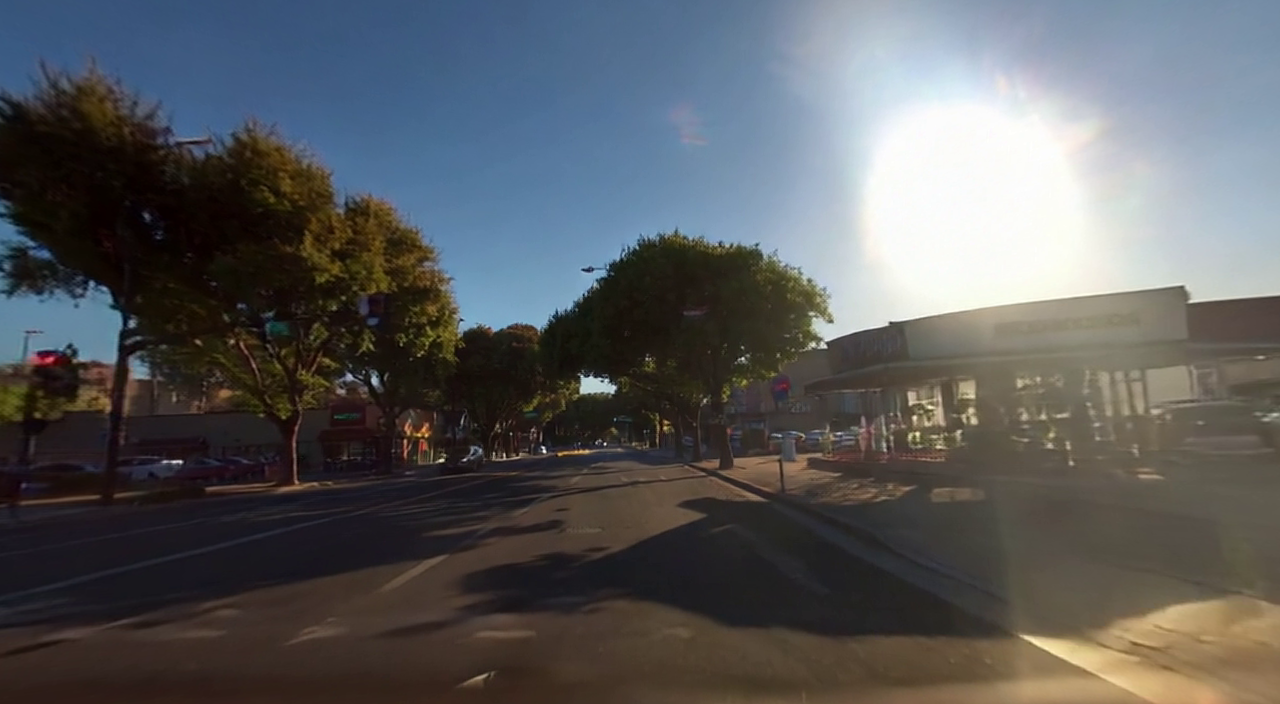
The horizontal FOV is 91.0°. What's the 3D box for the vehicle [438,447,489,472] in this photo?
[{"bbox_3d":[-11.444,6.977,41.171,1.889,1.499,4.541,0,-9,1],"label":"vehicle"}]
